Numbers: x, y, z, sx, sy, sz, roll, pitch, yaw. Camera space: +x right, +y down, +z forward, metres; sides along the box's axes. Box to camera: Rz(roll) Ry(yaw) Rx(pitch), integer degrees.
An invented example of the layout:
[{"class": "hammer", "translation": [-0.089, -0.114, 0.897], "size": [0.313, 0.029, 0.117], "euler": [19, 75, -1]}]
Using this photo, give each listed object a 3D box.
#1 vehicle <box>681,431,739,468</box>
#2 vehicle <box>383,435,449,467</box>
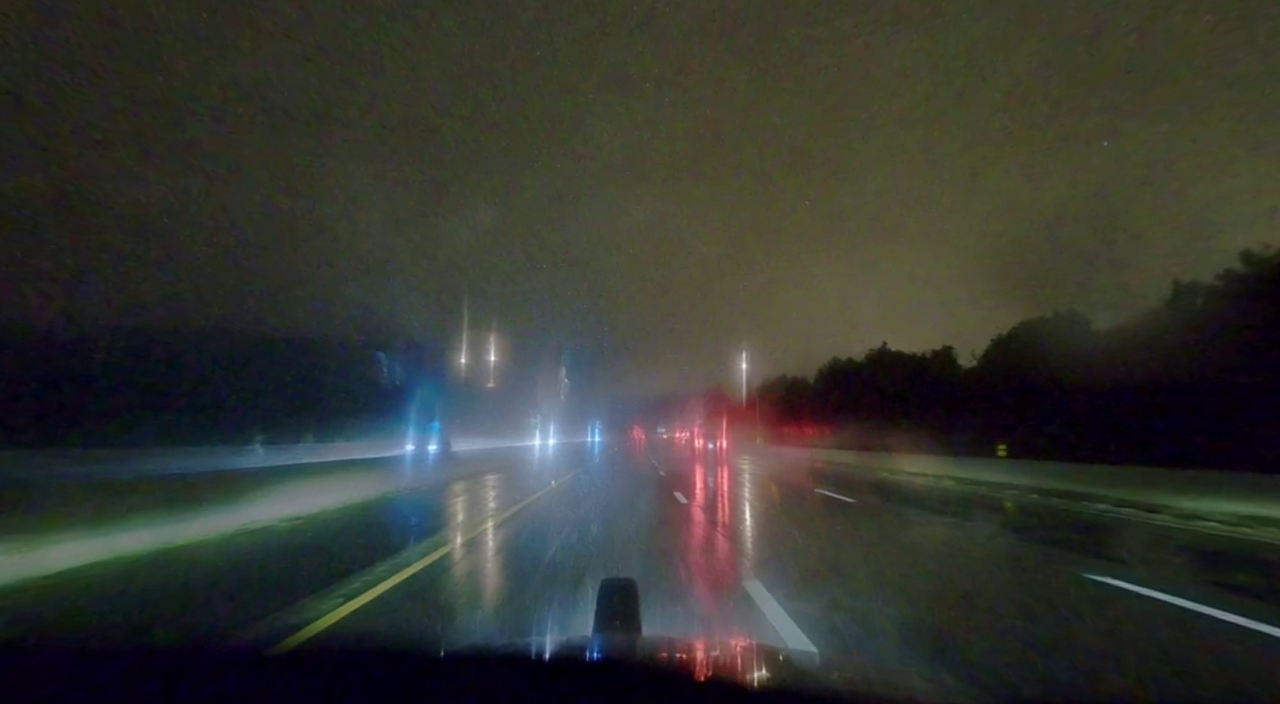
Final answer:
[{"class": "vehicle", "translation": [3.120, 4.460, 29.060], "size": [2.084, 1.583, 4.420], "euler": [0, -8, -1]}, {"class": "vehicle", "translation": [-11.612, 5.164, 32.904], "size": [1.890, 1.550, 4.094], "euler": [0, -8, 1]}]
